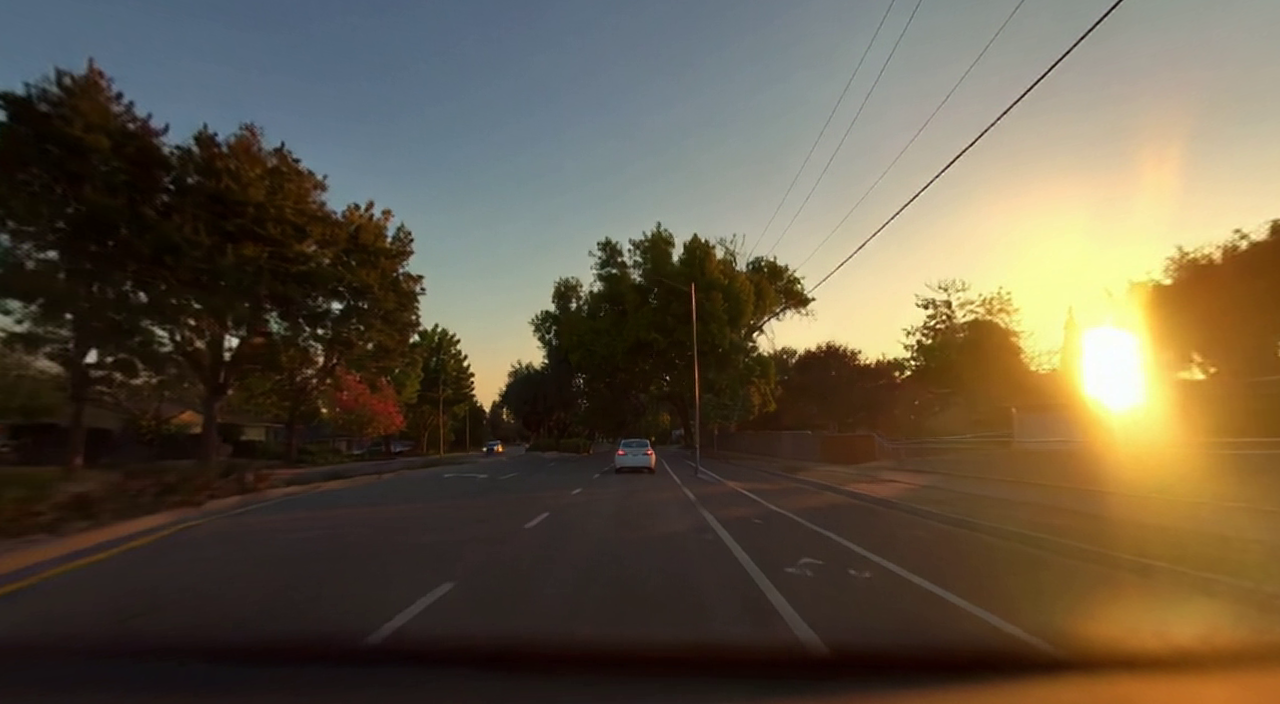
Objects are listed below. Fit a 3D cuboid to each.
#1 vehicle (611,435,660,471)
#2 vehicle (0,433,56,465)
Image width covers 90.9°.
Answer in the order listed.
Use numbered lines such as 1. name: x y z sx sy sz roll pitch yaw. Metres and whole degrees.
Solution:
1. vehicle: -0.175 4.499 28.180 2.009 1.456 4.003 0 -8 1
2. vehicle: -35.292 5.414 35.247 3.451 1.541 1.784 3 -8 6
